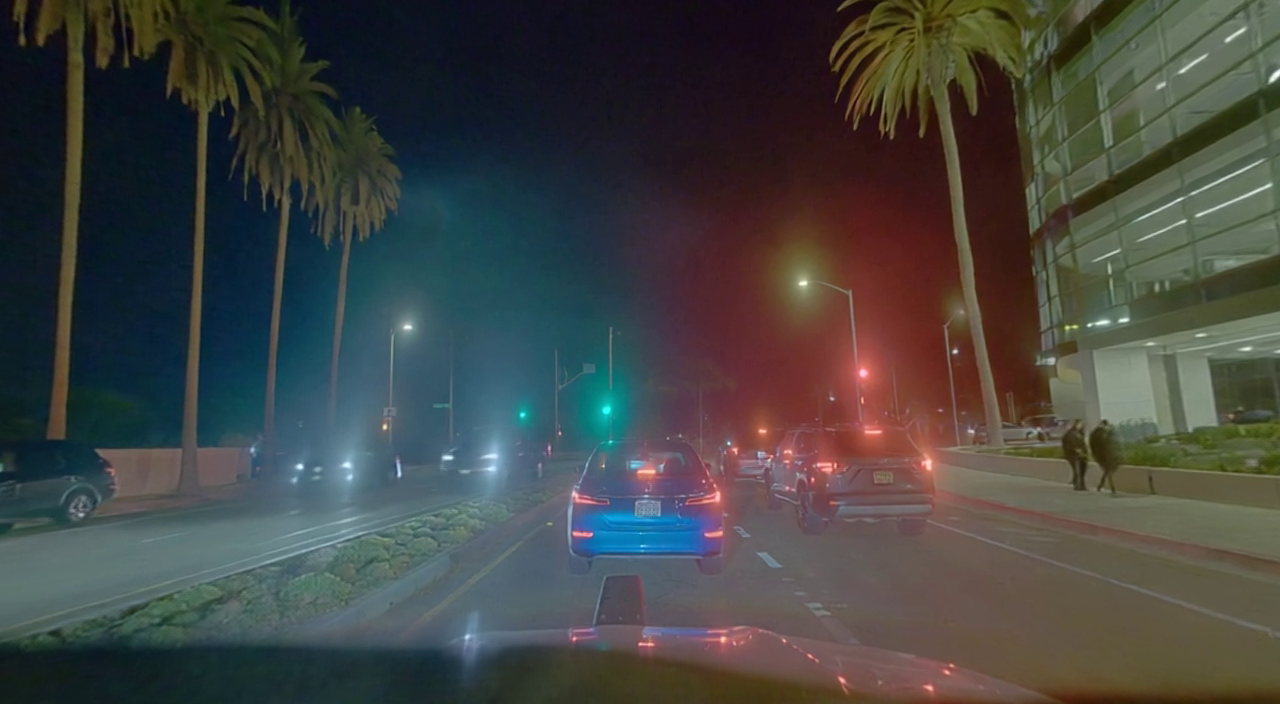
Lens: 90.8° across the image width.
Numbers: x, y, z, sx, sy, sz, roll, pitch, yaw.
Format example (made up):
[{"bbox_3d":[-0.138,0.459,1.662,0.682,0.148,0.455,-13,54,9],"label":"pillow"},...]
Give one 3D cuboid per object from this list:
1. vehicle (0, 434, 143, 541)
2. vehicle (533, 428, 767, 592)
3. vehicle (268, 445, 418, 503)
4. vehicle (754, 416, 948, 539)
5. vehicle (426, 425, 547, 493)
[{"bbox_3d":[-13.051,2.720,12.288,2.240,1.964,5.707,-6,-8,0],"label":"vehicle"},{"bbox_3d":[0.134,1.716,7.718,2.088,1.452,3.993,0,-8,1],"label":"vehicle"},{"bbox_3d":[-8.335,3.442,18.319,1.898,1.439,4.540,-1,-8,4],"label":"vehicle"},{"bbox_3d":[3.404,2.111,11.241,2.003,1.733,4.319,0,-8,1],"label":"vehicle"},{"bbox_3d":[-4.714,3.384,20.253,2.068,1.811,4.910,-3,-9,8],"label":"vehicle"}]
